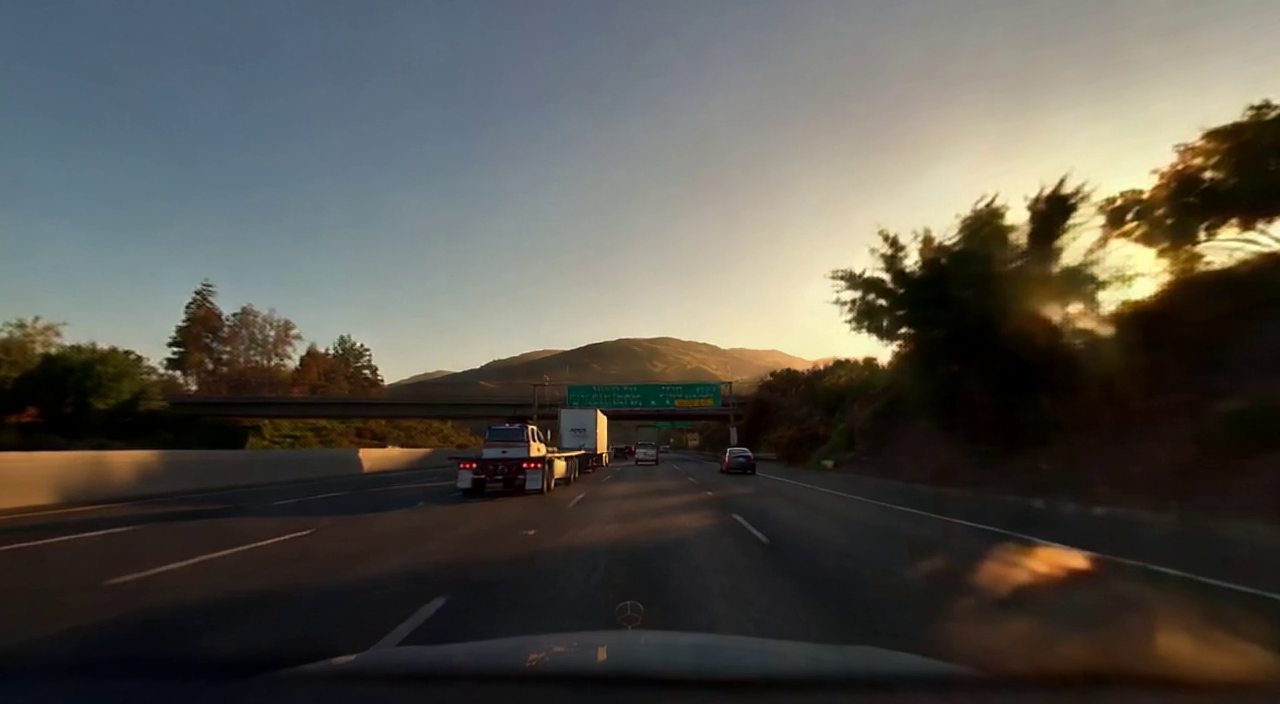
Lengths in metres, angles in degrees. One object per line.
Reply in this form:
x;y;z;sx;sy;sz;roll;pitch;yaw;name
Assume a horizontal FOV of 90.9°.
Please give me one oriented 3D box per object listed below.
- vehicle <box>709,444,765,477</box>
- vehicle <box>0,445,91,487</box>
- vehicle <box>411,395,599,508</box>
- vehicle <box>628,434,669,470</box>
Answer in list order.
4.589;5.201;30.586;1.993;1.474;4.230;0;-8;-1;vehicle
-24.422;4.407;24.565;1.839;1.498;4.622;0;-8;1;vehicle
-3.414;3.366;21.782;2.854;2.379;16.653;0;-9;0;vehicle
0.521;6.125;38.637;2.309;2.023;5.130;0;-8;1;vehicle
